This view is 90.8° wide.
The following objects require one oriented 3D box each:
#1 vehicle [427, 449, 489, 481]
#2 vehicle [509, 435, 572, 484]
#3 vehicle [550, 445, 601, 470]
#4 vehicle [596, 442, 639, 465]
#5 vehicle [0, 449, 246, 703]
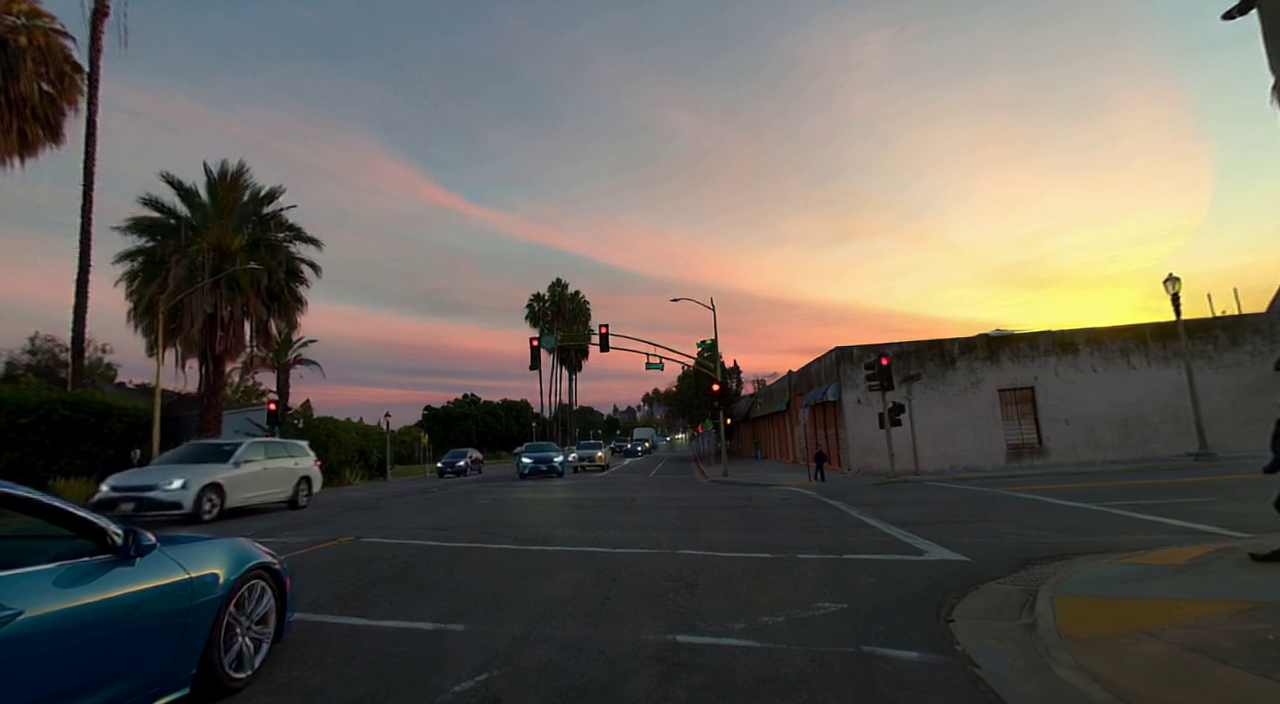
[{"bbox_3d":[-11.386,7.052,39.803,1.870,1.705,4.426,-7,-10,11],"label":"vehicle"},{"bbox_3d":[-4.055,4.220,25.117,2.092,1.709,4.775,2,-9,-13],"label":"vehicle"},{"bbox_3d":[-4.041,6.698,40.393,1.839,1.468,4.549,-2,-9,12],"label":"vehicle"},{"bbox_3d":[-1.689,7.778,48.545,2.072,1.613,4.386,-3,-9,15],"label":"vehicle"},{"bbox_3d":[-3.704,1.016,2.242,1.850,1.325,4.295,0,-9,0],"label":"vehicle"}]
